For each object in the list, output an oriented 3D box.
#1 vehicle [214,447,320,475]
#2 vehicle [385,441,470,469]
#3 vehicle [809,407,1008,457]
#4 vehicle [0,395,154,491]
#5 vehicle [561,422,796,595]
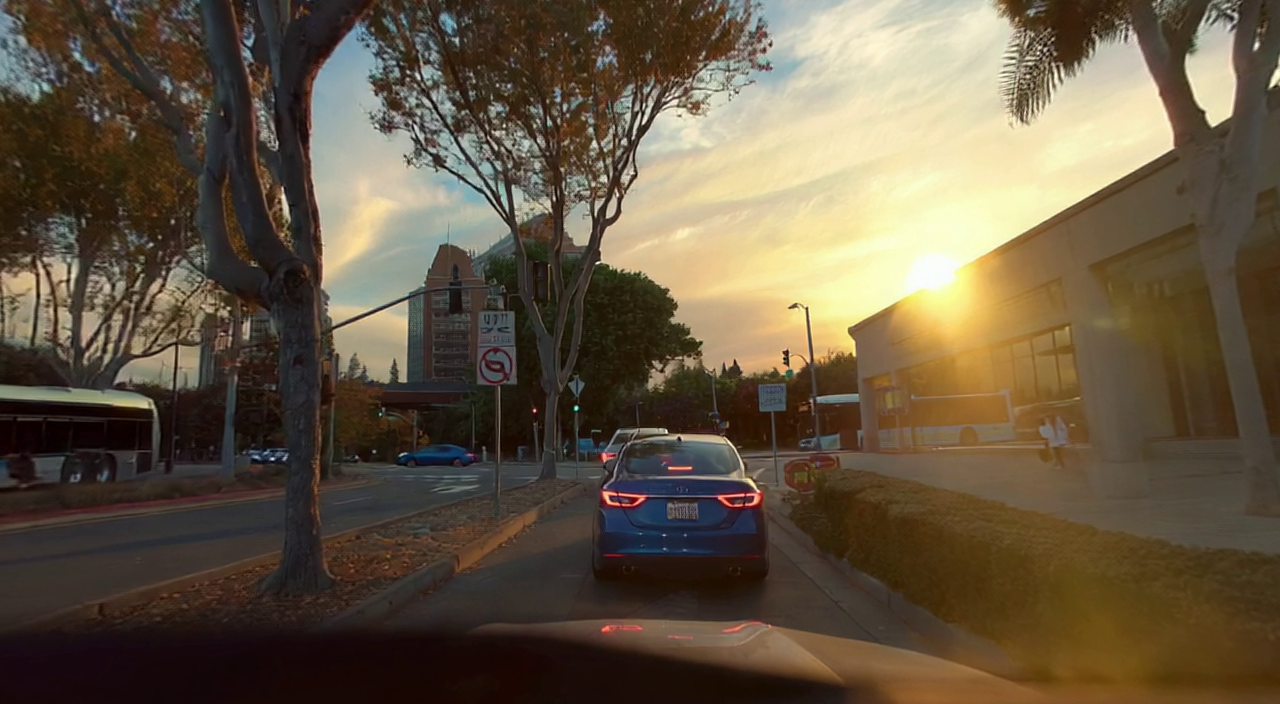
[{"bbox_3d":[-21.244,6.179,36.166,1.883,1.461,4.830,-5,-10,31],"label":"vehicle"},{"bbox_3d":[-13.212,6.414,39.470,4.561,1.645,1.892,7,-11,-39],"label":"vehicle"},{"bbox_3d":[20.532,6.250,49.071,13.811,3.706,2.997,-1,-9,4],"label":"vehicle"},{"bbox_3d":[-25.954,3.641,25.317,2.692,3.685,10.153,-3,-9,20],"label":"vehicle"},{"bbox_3d":[0.361,1.631,7.386,2.006,1.470,3.799,0,-8,1],"label":"vehicle"}]
